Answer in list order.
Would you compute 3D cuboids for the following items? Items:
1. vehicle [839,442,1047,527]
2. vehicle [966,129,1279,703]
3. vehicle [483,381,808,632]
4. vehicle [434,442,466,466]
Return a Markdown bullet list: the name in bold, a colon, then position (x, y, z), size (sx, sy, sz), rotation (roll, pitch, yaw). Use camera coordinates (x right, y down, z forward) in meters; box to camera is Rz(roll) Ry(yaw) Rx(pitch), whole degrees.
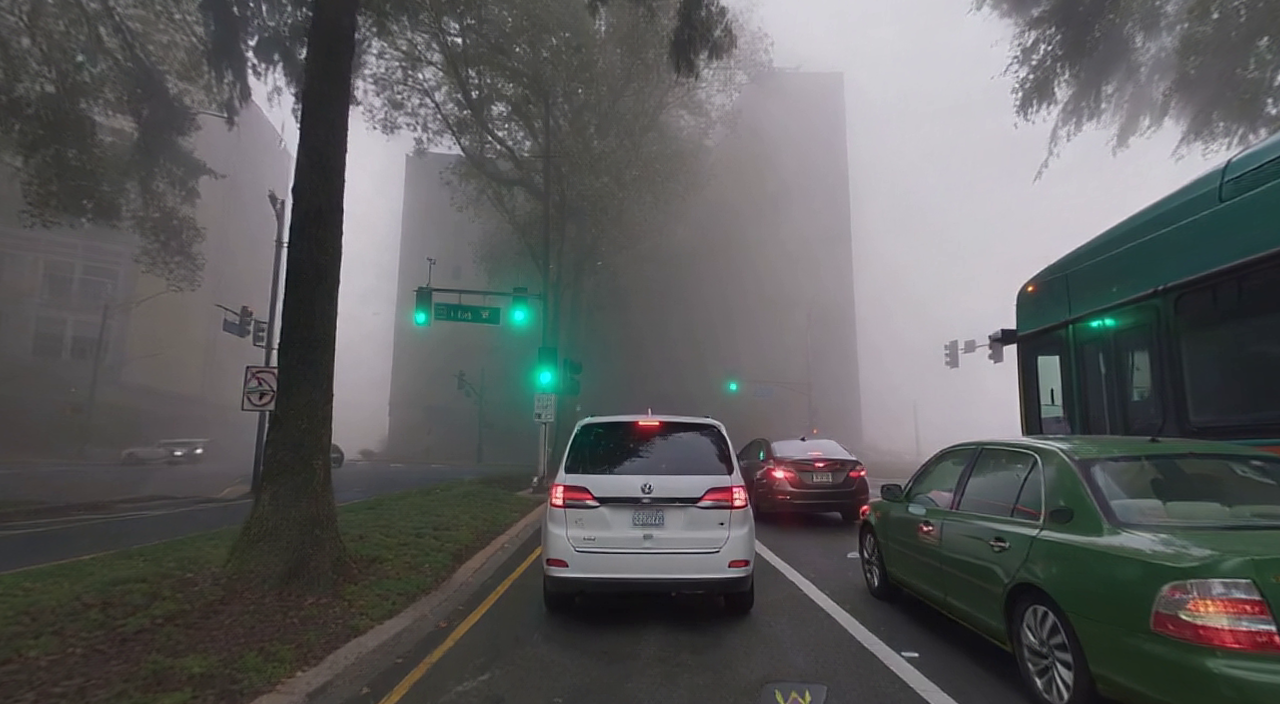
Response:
- **vehicle**: position (5.985, 2.639, 13.223), size (1.987, 1.457, 4.675), rotation (0, -8, -1)
- **vehicle**: position (2.617, 0.318, 0.425), size (2.037, 2.065, 5.037), rotation (0, -8, 0)
- **vehicle**: position (0.017, 1.475, 7.007), size (2.381, 1.842, 4.603), rotation (0, -8, -1)
- **vehicle**: position (-14.345, 7.639, 47.248), size (1.924, 1.720, 4.097), rotation (3, -9, -22)
